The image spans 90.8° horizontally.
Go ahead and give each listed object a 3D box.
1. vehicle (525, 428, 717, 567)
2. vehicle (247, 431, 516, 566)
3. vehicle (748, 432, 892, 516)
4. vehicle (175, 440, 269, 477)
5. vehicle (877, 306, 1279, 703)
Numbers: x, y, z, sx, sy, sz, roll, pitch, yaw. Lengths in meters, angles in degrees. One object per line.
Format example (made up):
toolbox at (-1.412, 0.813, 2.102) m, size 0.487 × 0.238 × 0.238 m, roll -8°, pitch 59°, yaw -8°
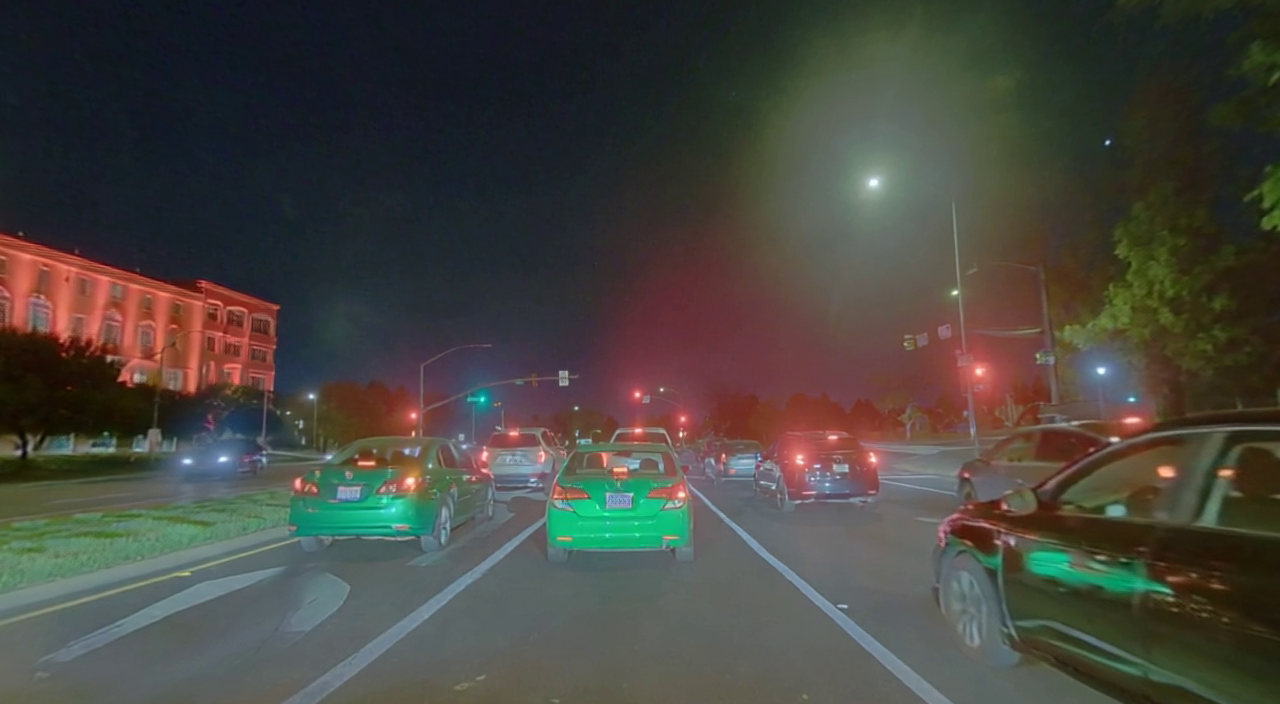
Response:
vehicle at (-0.210, 1.835, 8.711) m, size 2.041 × 1.450 × 3.847 m, roll 0°, pitch -8°, yaw 0°
vehicle at (-3.210, 1.889, 8.942) m, size 1.917 × 1.441 × 4.128 m, roll -1°, pitch -8°, yaw 2°
vehicle at (3.549, 2.474, 13.282) m, size 1.880 × 1.476 × 3.932 m, roll 0°, pitch -8°, yaw 1°
vehicle at (-21.240, 5.411, 32.356) m, size 2.132 × 1.724 × 4.001 m, roll 0°, pitch -8°, yaw -2°
vehicle at (2.977, 0.798, 2.458) m, size 2.196 × 1.676 × 4.865 m, roll 0°, pitch -8°, yaw 0°
